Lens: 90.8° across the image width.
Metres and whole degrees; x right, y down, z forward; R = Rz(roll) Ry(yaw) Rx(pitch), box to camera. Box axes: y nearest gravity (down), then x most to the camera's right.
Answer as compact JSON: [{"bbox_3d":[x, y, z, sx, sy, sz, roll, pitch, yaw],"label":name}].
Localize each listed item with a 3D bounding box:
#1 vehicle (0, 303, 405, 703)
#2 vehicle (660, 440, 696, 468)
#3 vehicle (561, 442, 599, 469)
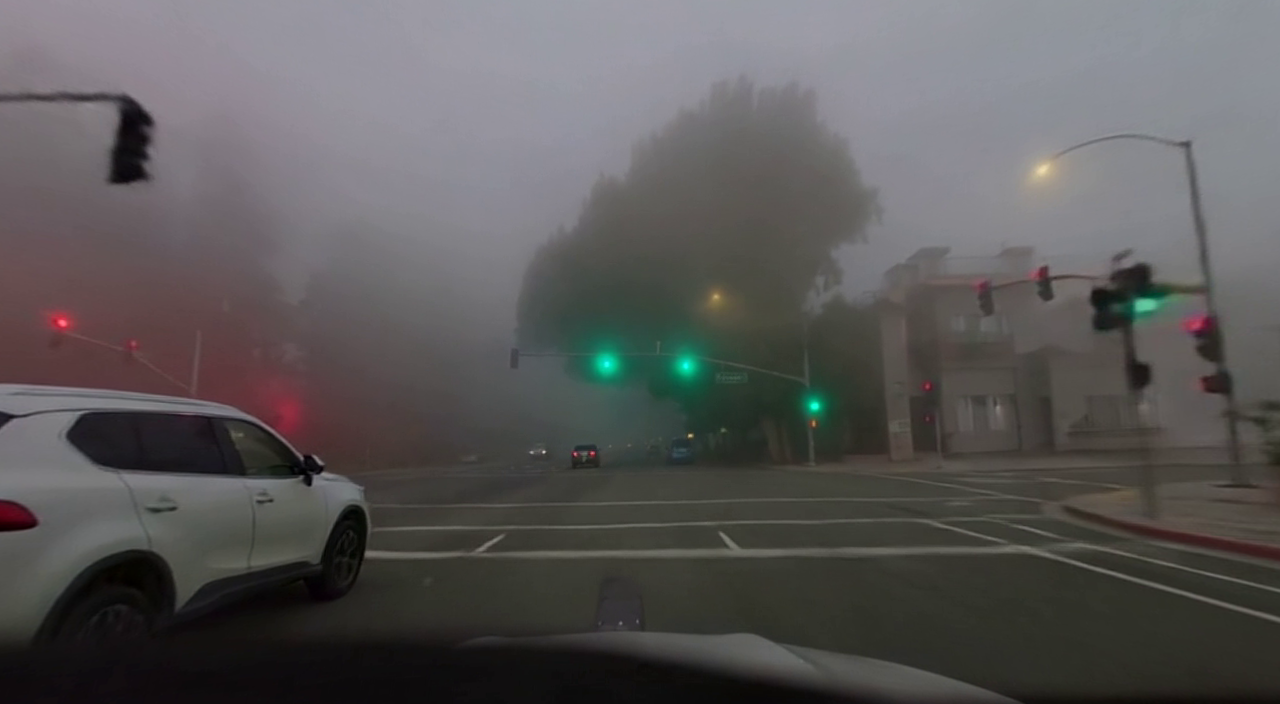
[{"bbox_3d":[-3.916,1.091,4.795,2.225,1.984,5.168,0,-8,0],"label":"vehicle"},{"bbox_3d":[2.509,6.811,42.432,2.018,1.719,4.369,0,-8,-2],"label":"vehicle"},{"bbox_3d":[-3.863,6.736,41.357,2.083,1.685,4.069,0,-8,0],"label":"vehicle"}]
